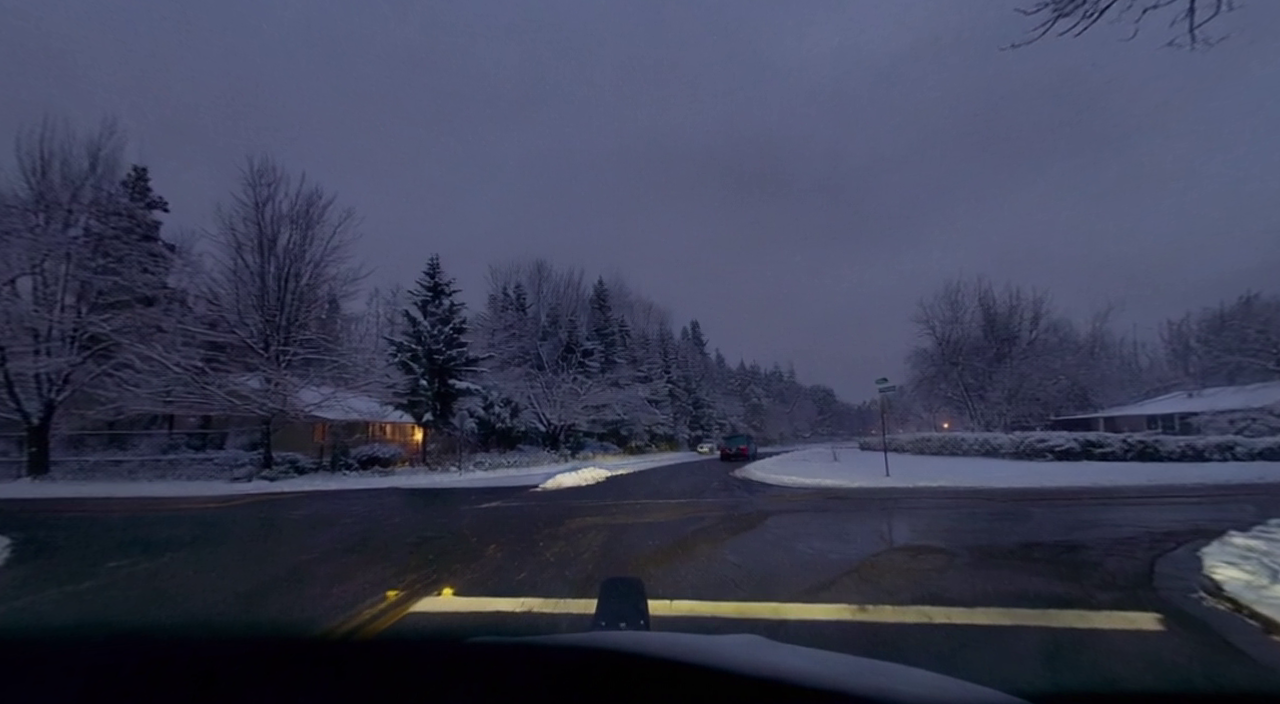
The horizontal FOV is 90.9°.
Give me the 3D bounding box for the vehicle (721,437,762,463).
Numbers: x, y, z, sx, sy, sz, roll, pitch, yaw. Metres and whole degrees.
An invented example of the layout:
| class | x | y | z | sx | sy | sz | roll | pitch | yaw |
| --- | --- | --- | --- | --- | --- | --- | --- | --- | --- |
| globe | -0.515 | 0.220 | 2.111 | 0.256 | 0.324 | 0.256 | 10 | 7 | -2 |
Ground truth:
| class | x | y | z | sx | sy | sz | roll | pitch | yaw |
| --- | --- | --- | --- | --- | --- | --- | --- | --- | --- |
| vehicle | 8.083 | 7.712 | 49.736 | 2.258 | 1.947 | 4.762 | -3 | -9 | 20 |
